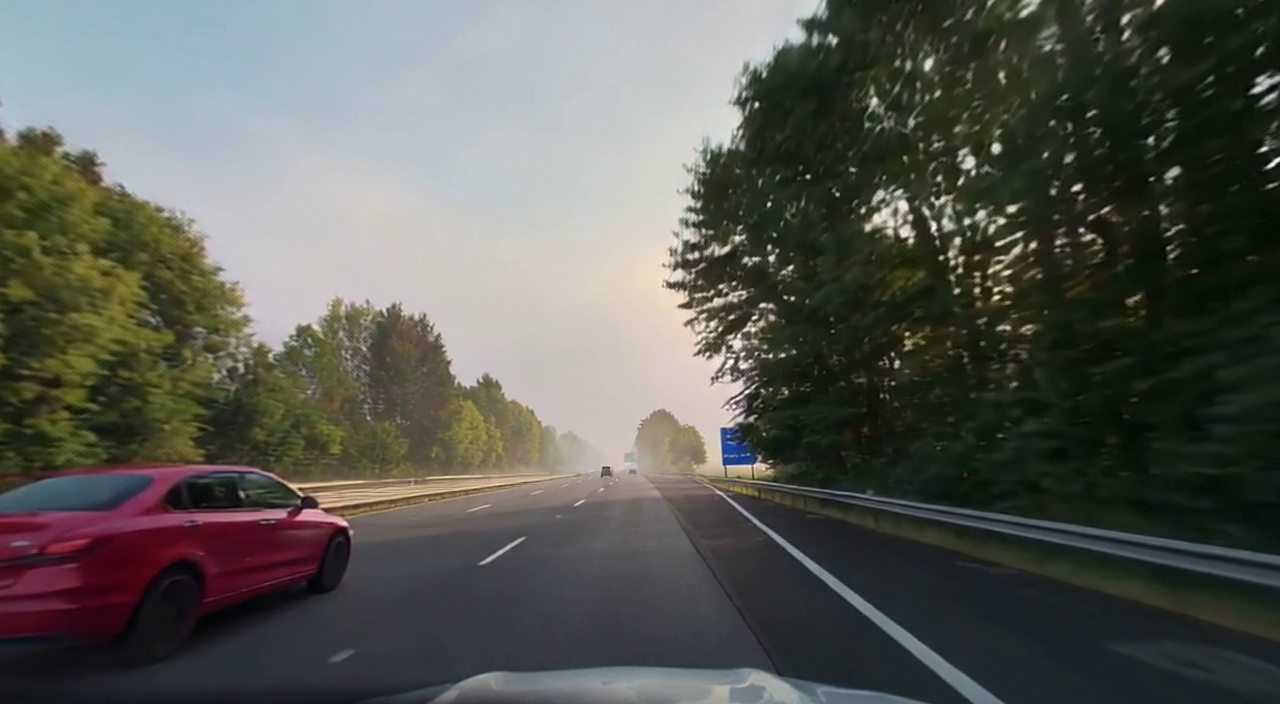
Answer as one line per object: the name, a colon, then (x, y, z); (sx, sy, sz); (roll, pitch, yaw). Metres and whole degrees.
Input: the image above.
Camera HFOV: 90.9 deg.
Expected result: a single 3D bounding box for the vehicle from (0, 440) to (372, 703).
vehicle: (-4.223, 1.489, 4.934); (2.183, 1.435, 4.653); (1, -10, 0)
